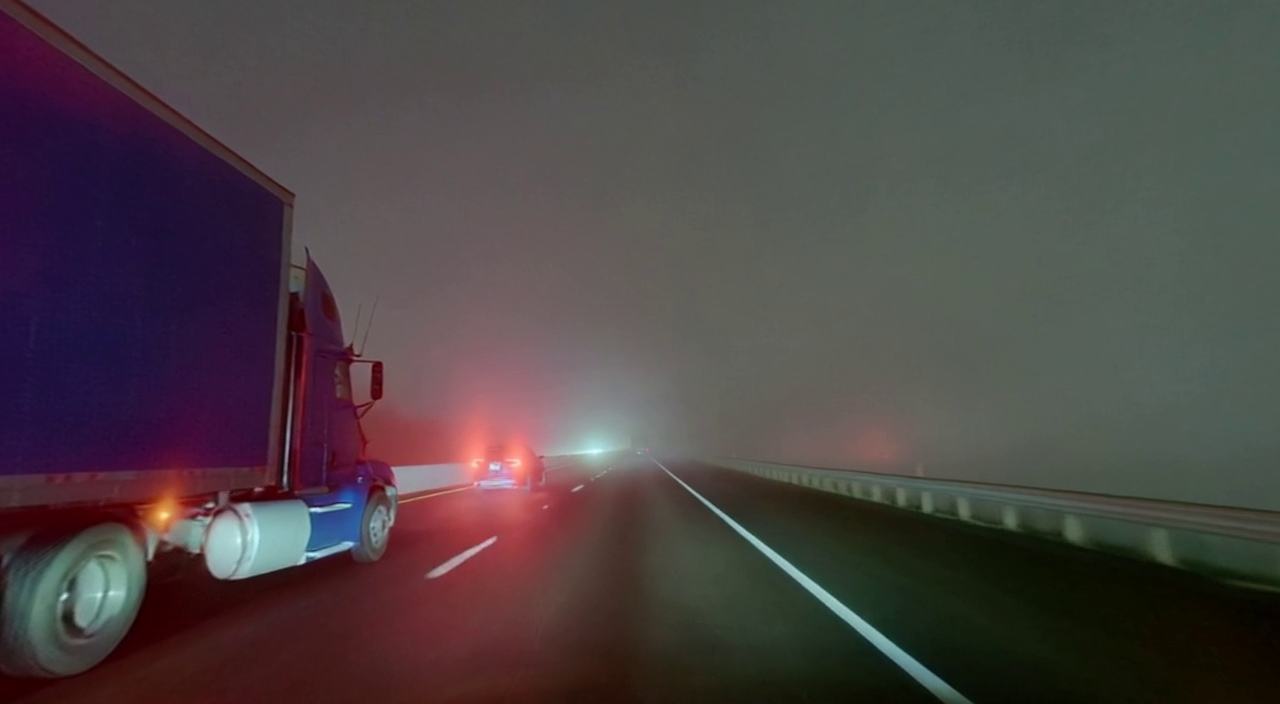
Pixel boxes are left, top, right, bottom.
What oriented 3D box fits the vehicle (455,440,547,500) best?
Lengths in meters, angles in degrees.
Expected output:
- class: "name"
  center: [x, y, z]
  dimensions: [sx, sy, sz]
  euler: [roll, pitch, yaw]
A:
- class: "vehicle"
  center: [-4.000, 3.439, 18.766]
  dimensions: [1.880, 1.569, 3.714]
  euler: [0, -9, 0]
